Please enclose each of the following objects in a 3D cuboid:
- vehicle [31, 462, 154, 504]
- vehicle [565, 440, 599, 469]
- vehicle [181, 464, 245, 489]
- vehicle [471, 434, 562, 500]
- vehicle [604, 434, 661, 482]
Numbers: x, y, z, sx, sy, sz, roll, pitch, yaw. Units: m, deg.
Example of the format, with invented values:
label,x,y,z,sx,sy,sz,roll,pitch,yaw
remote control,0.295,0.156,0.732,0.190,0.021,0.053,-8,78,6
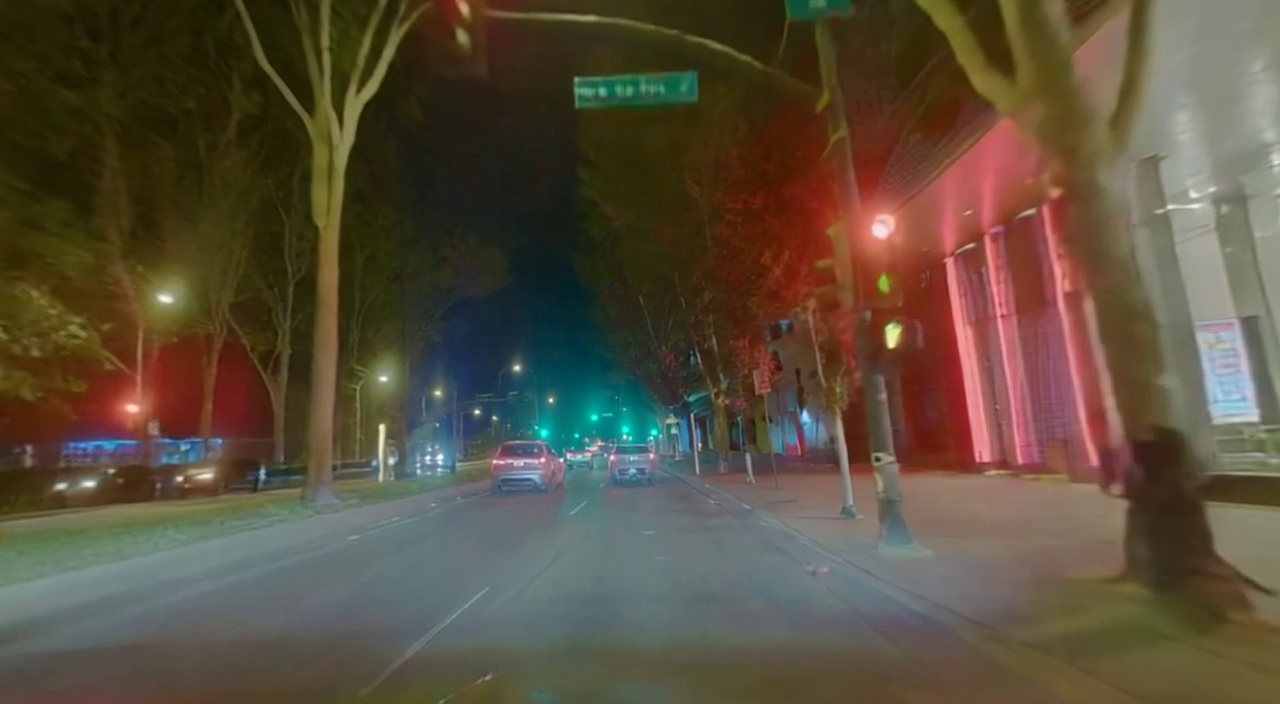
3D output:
label,x,y,z,sx,sy,sz,roll,pitch,yaw
vehicle,-27.853,6.641,32.362,1.998,1.797,5.035,0,-8,-4
vehicle,-3.988,7.133,44.155,2.220,1.847,4.587,0,-8,-3
vehicle,-32.212,9.389,47.675,1.913,1.579,4.379,0,-8,-3
vehicle,-3.495,3.317,18.627,1.940,1.722,3.823,0,-8,-1
vehicle,-0.338,4.209,25.317,2.120,1.758,3.917,0,-8,-2
